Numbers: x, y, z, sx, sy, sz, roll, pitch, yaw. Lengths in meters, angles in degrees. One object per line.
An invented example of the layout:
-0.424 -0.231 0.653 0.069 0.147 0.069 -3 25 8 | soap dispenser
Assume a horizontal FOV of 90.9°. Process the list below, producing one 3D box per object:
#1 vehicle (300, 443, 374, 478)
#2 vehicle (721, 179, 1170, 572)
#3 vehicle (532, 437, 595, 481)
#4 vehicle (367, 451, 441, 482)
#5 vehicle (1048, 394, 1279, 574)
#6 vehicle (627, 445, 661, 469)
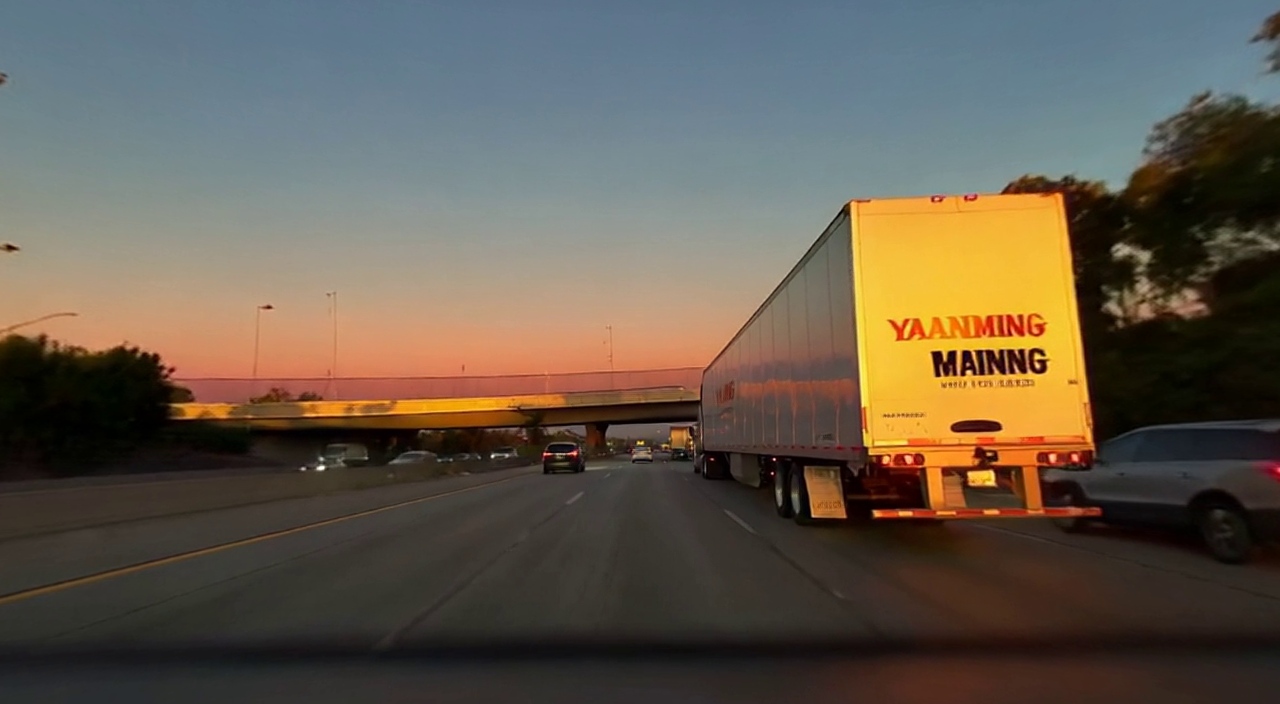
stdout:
-23.456 8.411 49.196 2.531 2.538 6.239 0 -9 0 | vehicle
3.849 1.094 12.741 2.821 4.077 12.562 0 -9 0 | vehicle
-3.193 4.585 27.188 2.058 1.711 4.226 0 -9 1 | vehicle
-12.459 6.060 33.676 2.044 1.481 4.822 0 -9 1 | vehicle
7.252 1.441 7.198 2.060 1.732 4.684 0 -9 0 | vehicle
0.256 6.802 41.058 2.063 1.469 4.208 0 -9 0 | vehicle
